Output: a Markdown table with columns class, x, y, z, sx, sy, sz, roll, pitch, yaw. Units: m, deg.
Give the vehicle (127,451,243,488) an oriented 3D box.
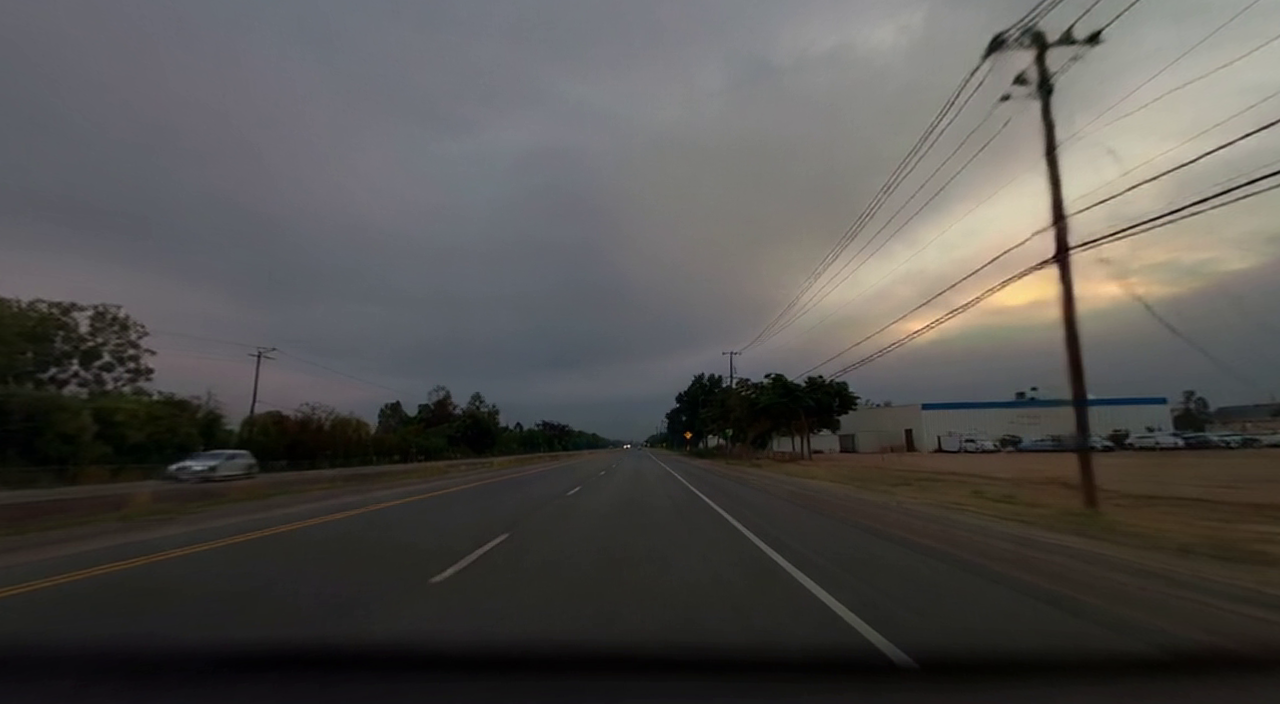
| class | x | y | z | sx | sy | sz | roll | pitch | yaw |
| --- | --- | --- | --- | --- | --- | --- | --- | --- | --- |
| vehicle | -21.178 | 5.456 | 29.600 | 1.885 | 1.555 | 4.653 | 0 | -9 | 1 |
